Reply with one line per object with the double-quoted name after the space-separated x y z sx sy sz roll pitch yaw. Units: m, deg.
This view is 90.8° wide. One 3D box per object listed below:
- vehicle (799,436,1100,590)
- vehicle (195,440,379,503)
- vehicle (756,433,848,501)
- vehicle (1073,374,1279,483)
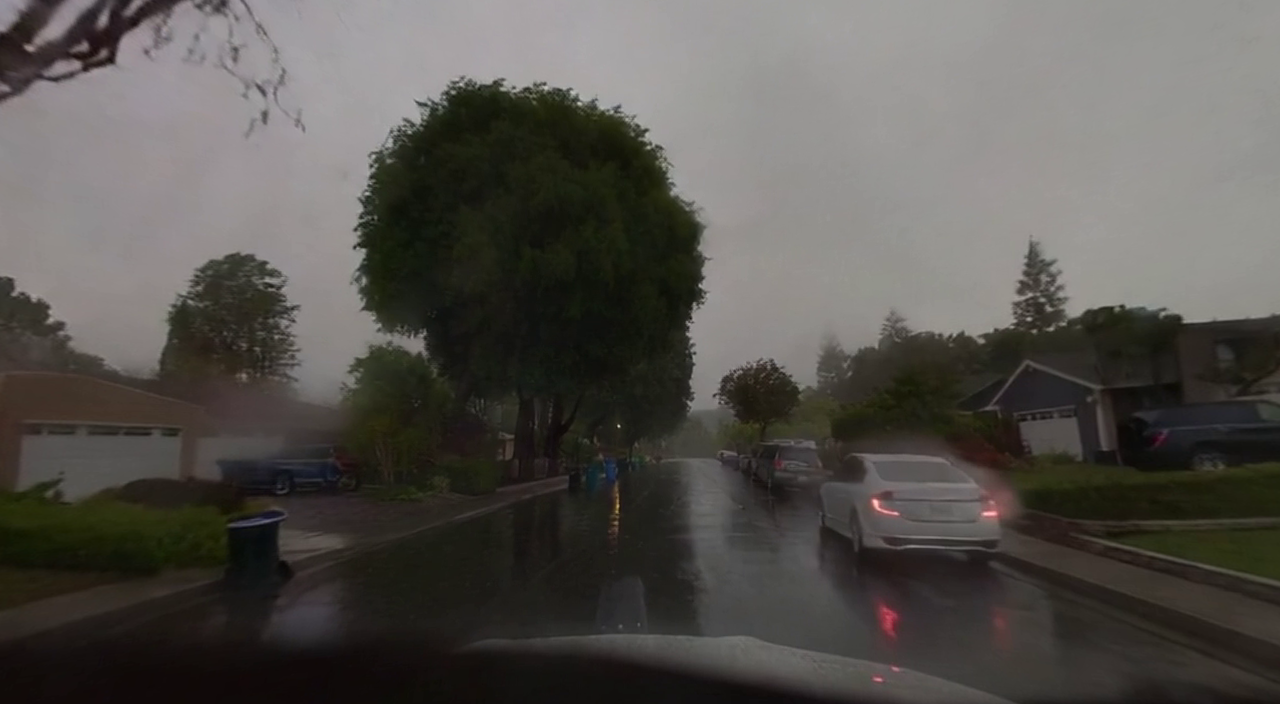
3.670 1.950 8.704 2.009 1.506 4.698 0 -8 4 "vehicle"
-10.809 3.638 19.547 4.511 1.809 2.018 -1 -9 7 "vehicle"
4.896 3.534 19.858 2.023 1.851 4.782 -1 -8 5 "vehicle"
11.919 1.595 12.566 4.861 1.911 2.181 1 -10 7 "vehicle"
